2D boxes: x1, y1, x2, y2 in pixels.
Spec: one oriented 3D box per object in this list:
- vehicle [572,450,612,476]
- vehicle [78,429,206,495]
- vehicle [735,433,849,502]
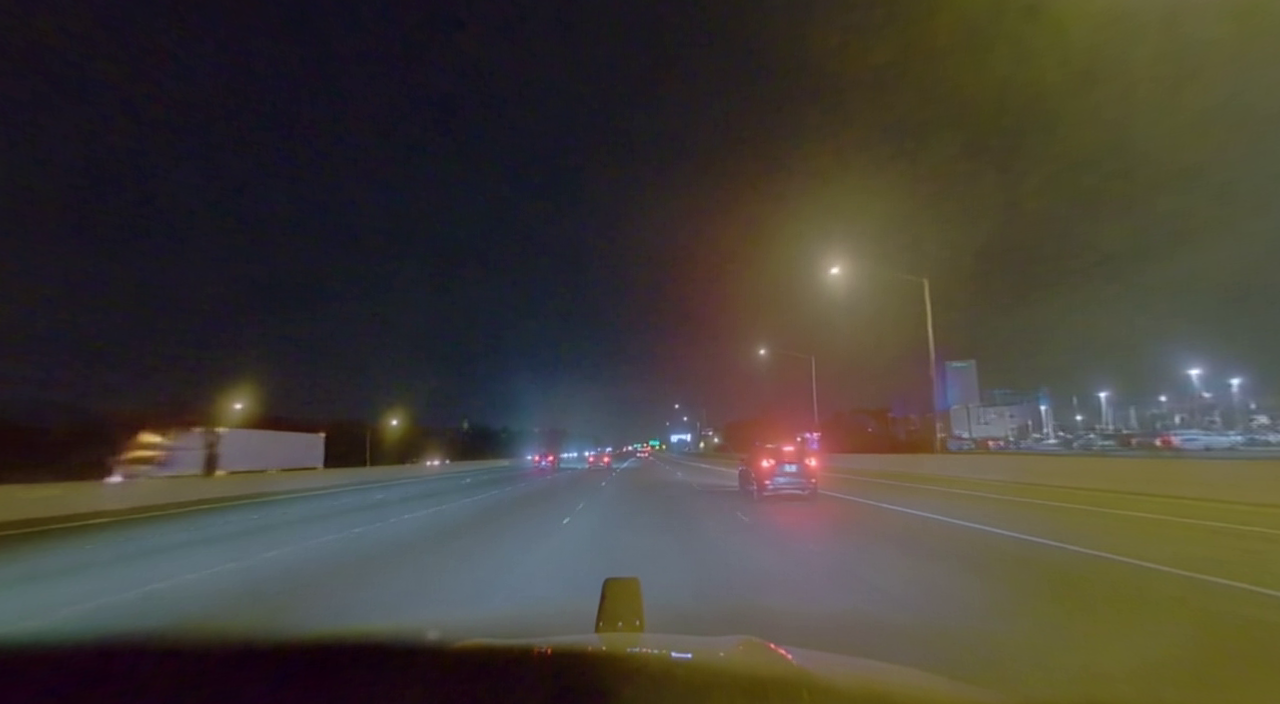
[{"bbox_3d":[-2.896,6.847,39.068,2.139,1.510,4.506,0,-9,0],"label":"vehicle"},{"bbox_3d":[-31.683,7.005,40.494,3.021,3.822,6.050,-1,-9,1],"label":"vehicle"},{"bbox_3d":[4.277,3.352,18.653,2.109,1.764,4.704,0,-9,-1],"label":"vehicle"}]
